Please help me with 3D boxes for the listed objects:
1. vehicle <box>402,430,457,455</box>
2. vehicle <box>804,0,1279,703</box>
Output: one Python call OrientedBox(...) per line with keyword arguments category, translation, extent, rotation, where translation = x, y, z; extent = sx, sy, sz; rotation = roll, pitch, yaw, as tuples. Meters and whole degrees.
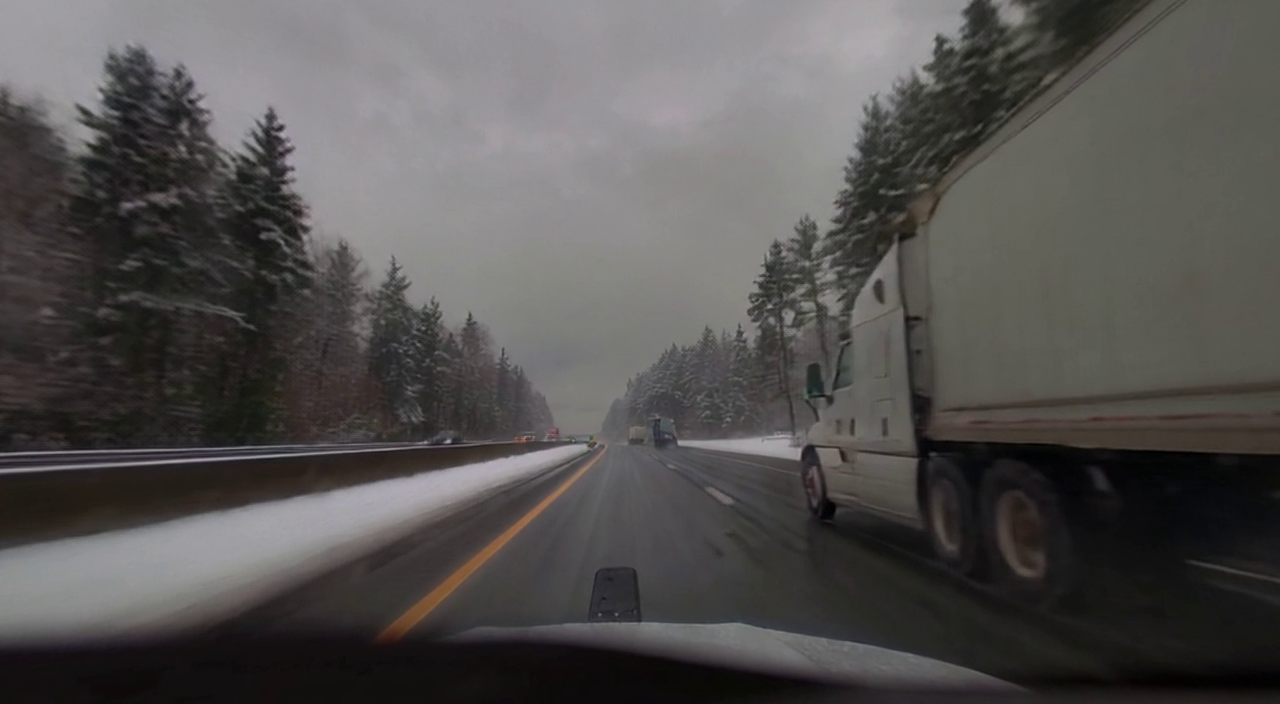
OrientedBox(category="vehicle", translation=(-13.408, 5.775, 40.488), extent=(2.009, 1.475, 4.663), rotation=(0, -8, -1))
OrientedBox(category="vehicle", translation=(4.267, 0.014, 4.704), extent=(2.967, 3.980, 10.471), rotation=(0, -8, -2))
